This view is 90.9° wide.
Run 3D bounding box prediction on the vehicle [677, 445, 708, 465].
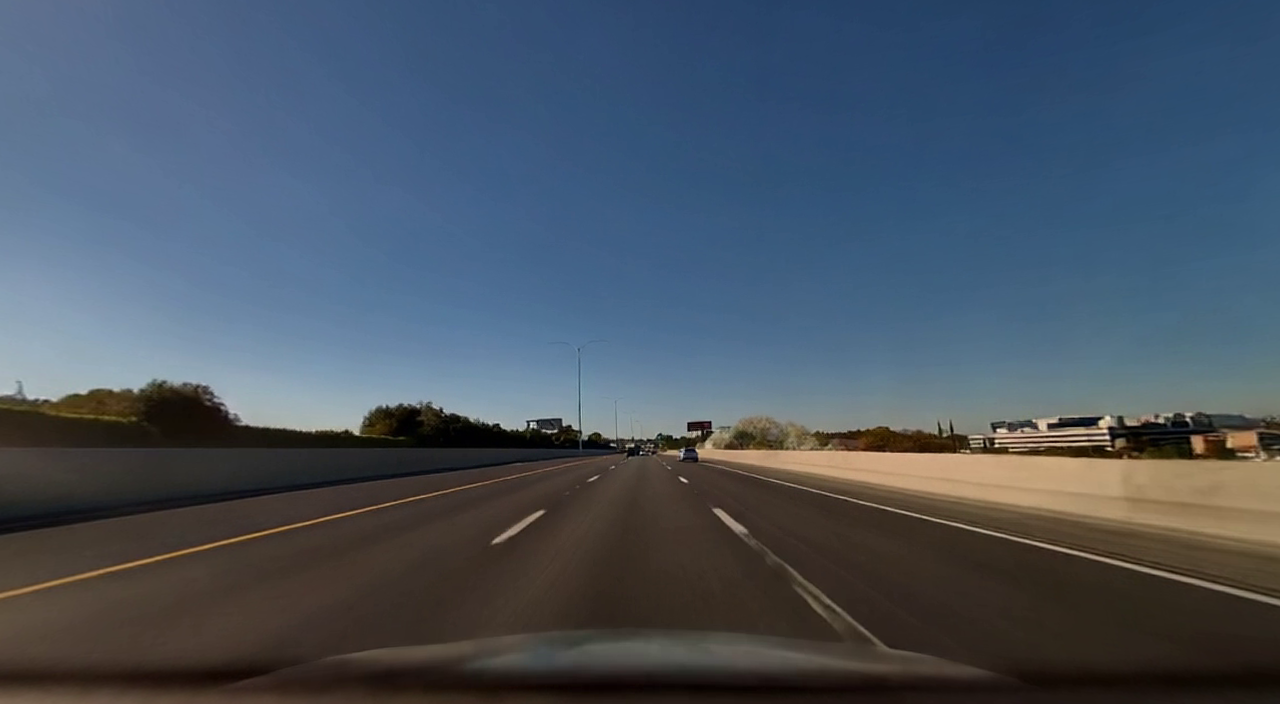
[{"bbox_3d":[4.104,8.131,49.849,2.003,1.520,4.058,0,-8,-1],"label":"vehicle"}]
